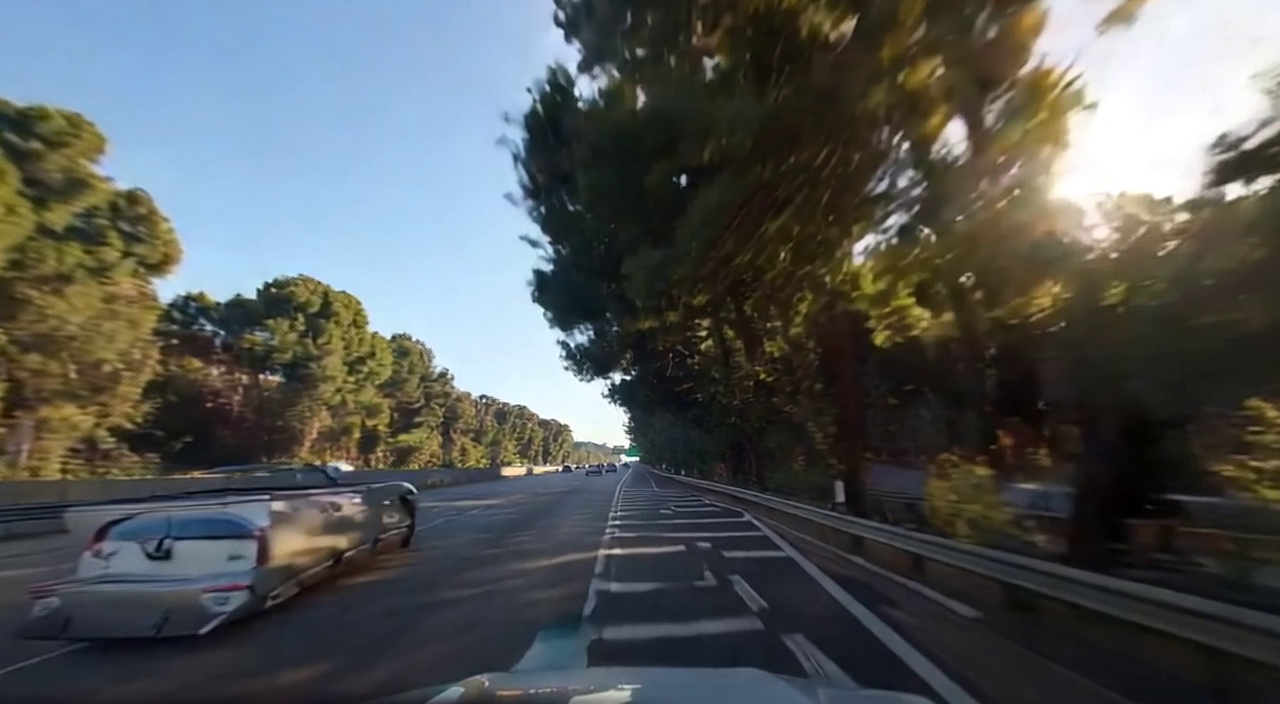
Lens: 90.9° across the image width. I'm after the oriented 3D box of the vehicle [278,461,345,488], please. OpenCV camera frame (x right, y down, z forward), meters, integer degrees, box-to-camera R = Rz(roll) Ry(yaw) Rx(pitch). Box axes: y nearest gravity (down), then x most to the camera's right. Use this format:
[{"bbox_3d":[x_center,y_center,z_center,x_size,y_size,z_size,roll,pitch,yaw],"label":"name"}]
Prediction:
[{"bbox_3d":[-19.939,7.455,38.423,1.874,1.460,4.124,1,-10,-1],"label":"vehicle"}]
